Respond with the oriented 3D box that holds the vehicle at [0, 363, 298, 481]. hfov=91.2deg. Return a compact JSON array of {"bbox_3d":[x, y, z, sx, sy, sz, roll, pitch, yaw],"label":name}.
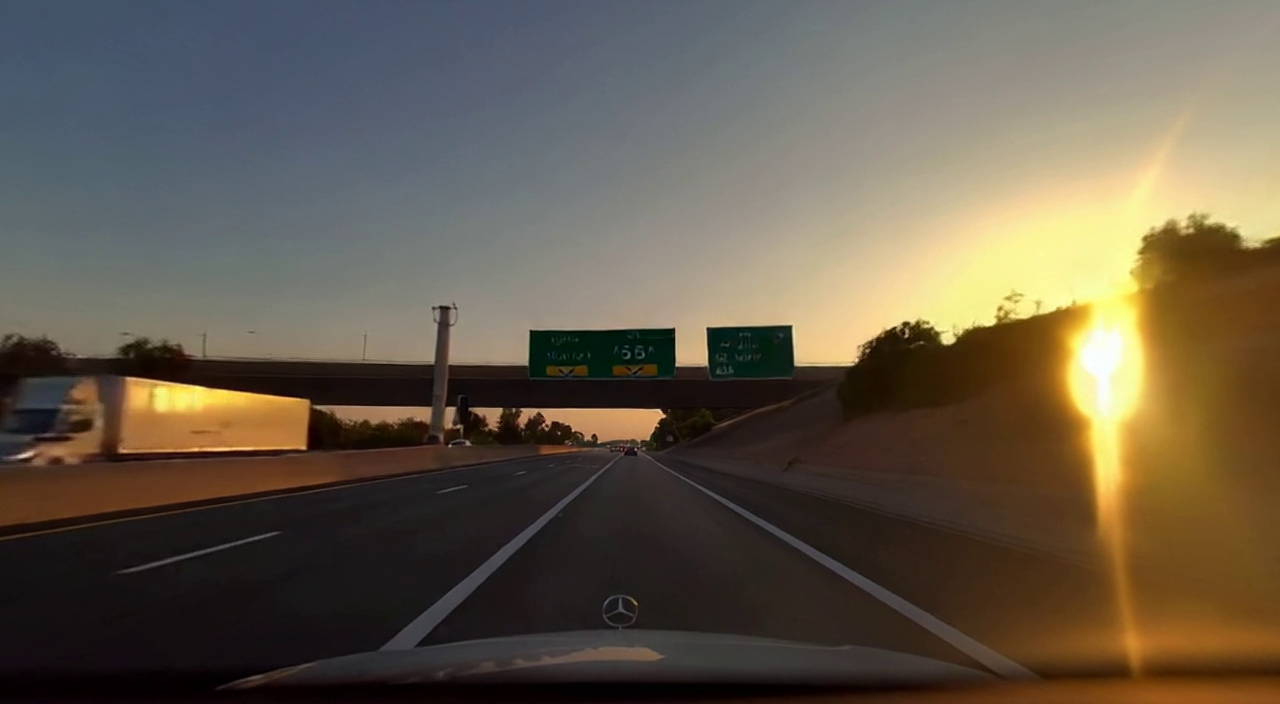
[{"bbox_3d":[-24.379,3.976,32.607,3.650,4.465,17.511,0,-9,-1],"label":"vehicle"}]
